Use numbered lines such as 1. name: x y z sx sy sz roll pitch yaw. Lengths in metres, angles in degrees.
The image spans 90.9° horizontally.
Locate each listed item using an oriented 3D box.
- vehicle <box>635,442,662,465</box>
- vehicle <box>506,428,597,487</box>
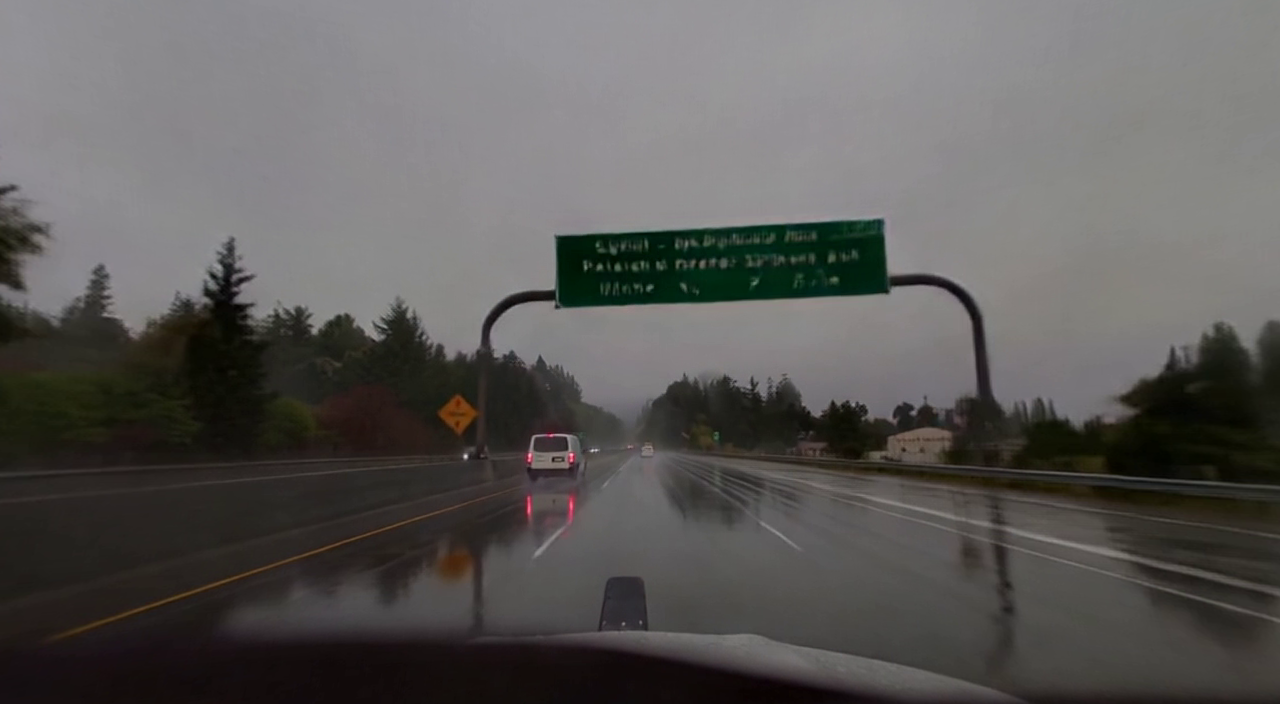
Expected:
1. vehicle: 0.613 7.907 49.043 2.067 1.690 3.901 0 -9 -1
2. vehicle: -3.111 3.915 23.618 2.572 1.927 5.803 0 -9 0
